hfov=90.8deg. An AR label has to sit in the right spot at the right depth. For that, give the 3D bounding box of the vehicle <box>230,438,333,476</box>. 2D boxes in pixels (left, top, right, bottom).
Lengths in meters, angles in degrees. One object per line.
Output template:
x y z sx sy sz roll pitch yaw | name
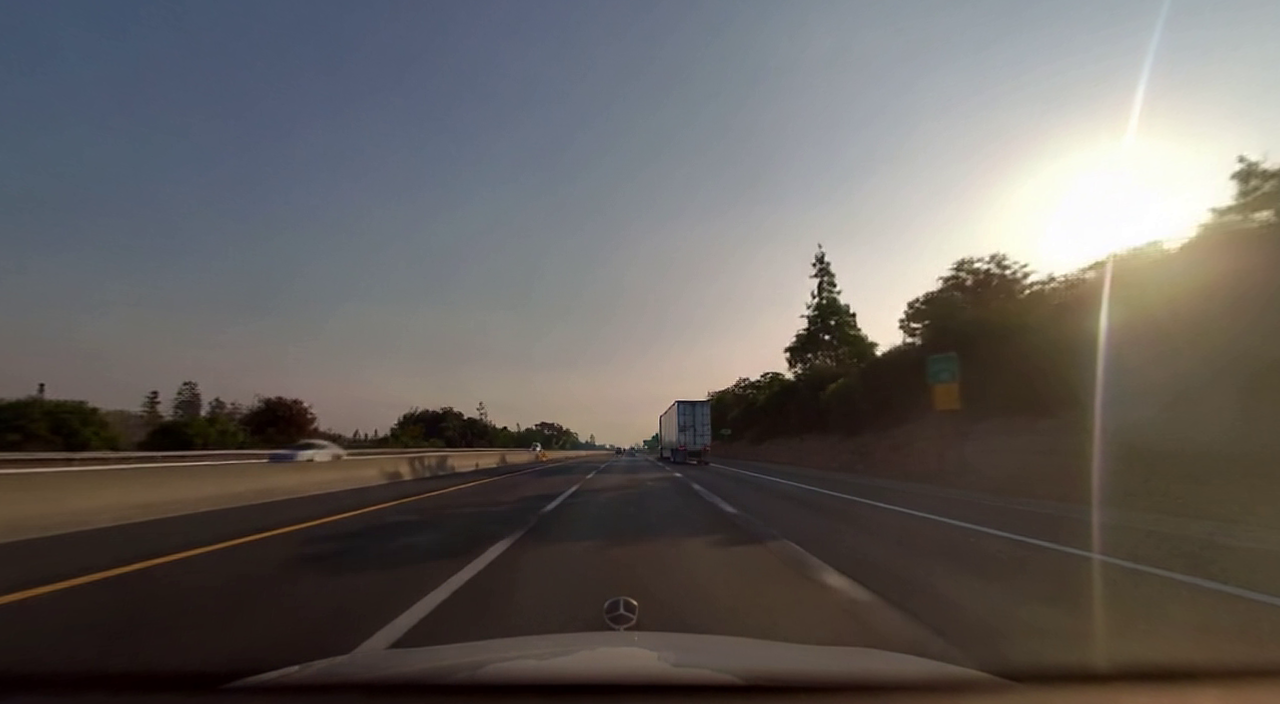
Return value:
-15.756 4.631 28.090 1.962 1.572 4.565 0 -9 -1 | vehicle
